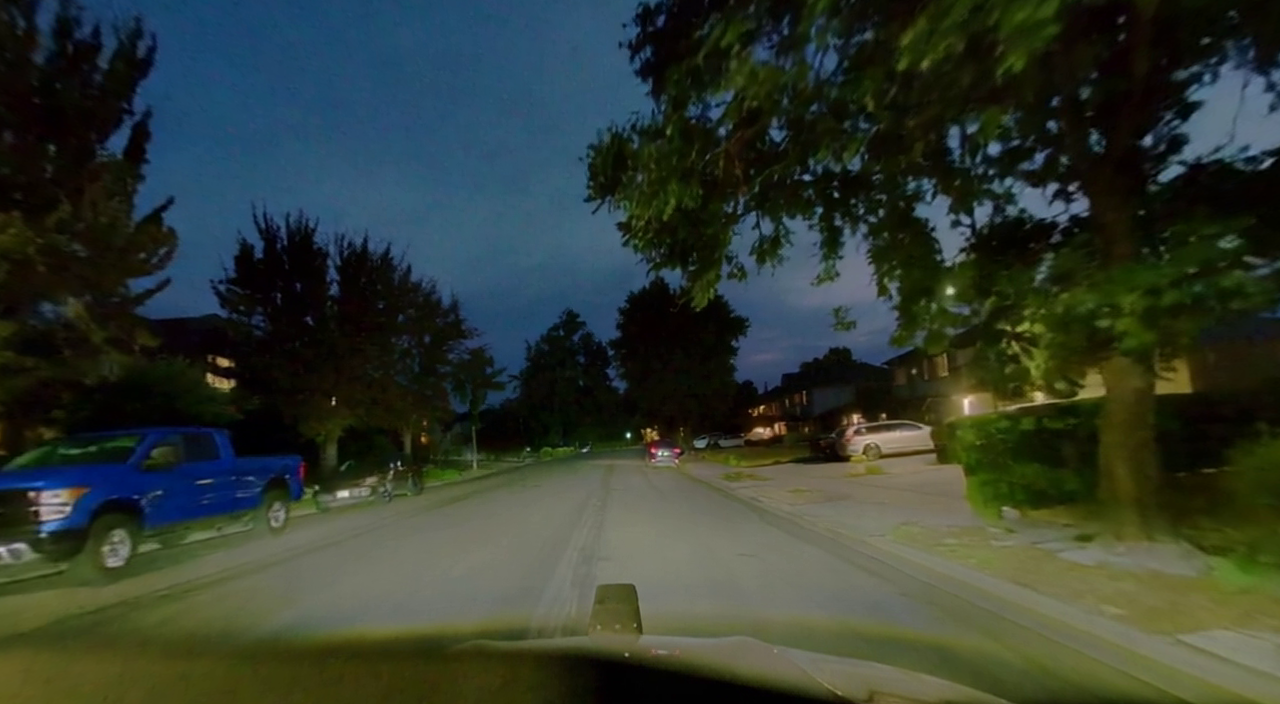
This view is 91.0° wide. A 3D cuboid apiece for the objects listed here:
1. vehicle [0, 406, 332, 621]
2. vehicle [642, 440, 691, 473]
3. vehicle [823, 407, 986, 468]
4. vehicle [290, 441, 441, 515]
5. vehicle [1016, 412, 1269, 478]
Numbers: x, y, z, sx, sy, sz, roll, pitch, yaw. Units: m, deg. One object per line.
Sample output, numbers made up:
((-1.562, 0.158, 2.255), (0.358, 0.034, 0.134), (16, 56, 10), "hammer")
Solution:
((-6.788, 1.886, 8.567), (2.329, 1.947, 5.455), (0, -9, 1), "vehicle")
((1.219, 5.110, 31.098), (2.006, 1.494, 4.211), (1, -9, -3), "vehicle")
((9.936, 3.278, 23.973), (5.097, 1.824, 2.113), (-4, -8, -2), "vehicle")
((-6.852, 3.155, 16.364), (1.995, 1.608, 4.596), (0, -9, -2), "vehicle")
((11.826, 2.220, 15.067), (4.390, 1.457, 1.861), (0, -9, 1), "vehicle")
